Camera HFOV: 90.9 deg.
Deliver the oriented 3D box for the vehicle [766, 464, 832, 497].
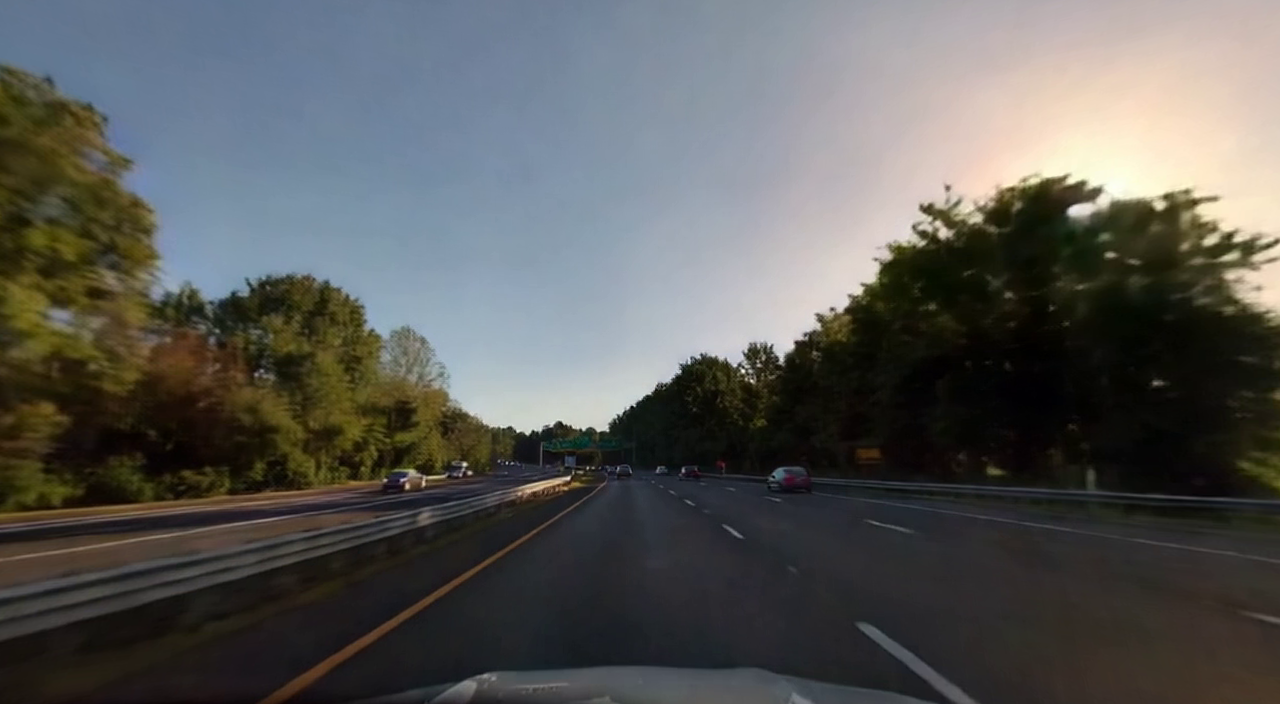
[{"bbox_3d":[7.730,6.303,31.092,2.024,1.476,4.352,1,-10,-1],"label":"vehicle"}]
